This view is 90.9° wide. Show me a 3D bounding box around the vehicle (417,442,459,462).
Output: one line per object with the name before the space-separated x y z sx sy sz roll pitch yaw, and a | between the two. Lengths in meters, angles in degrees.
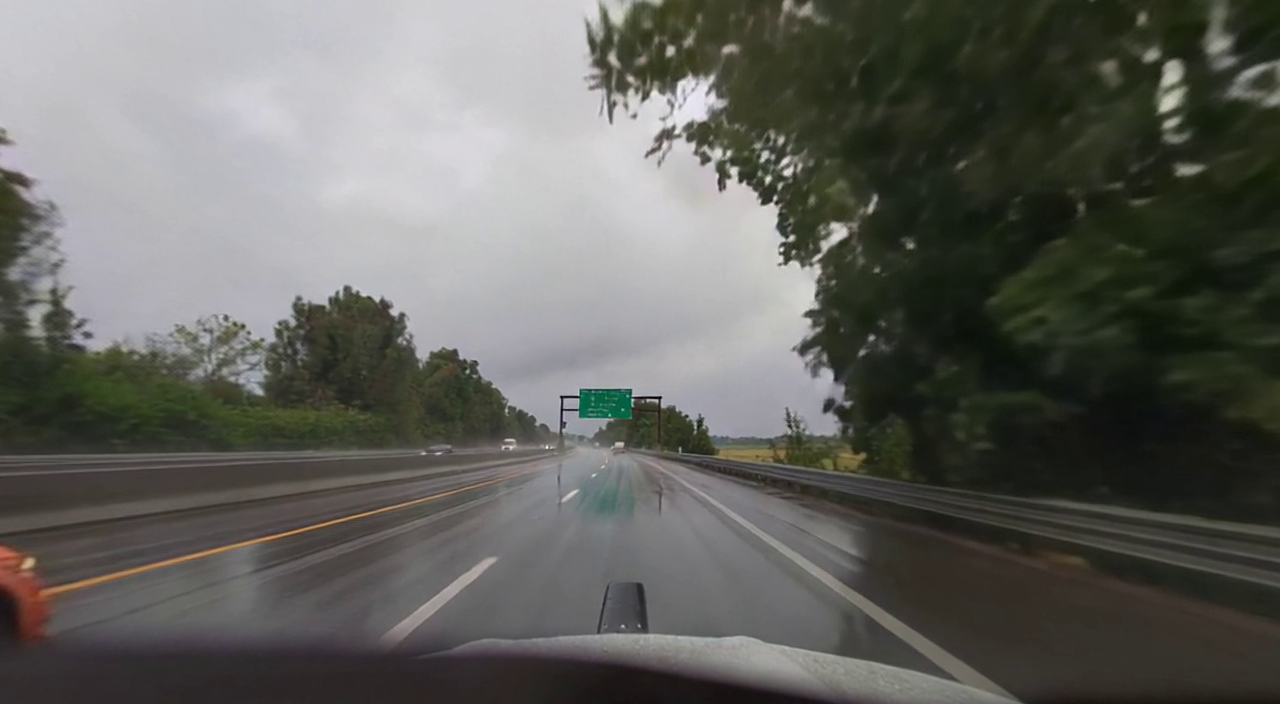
vehicle | -15.827 7.858 49.548 1.903 1.485 4.494 0 -9 -2
